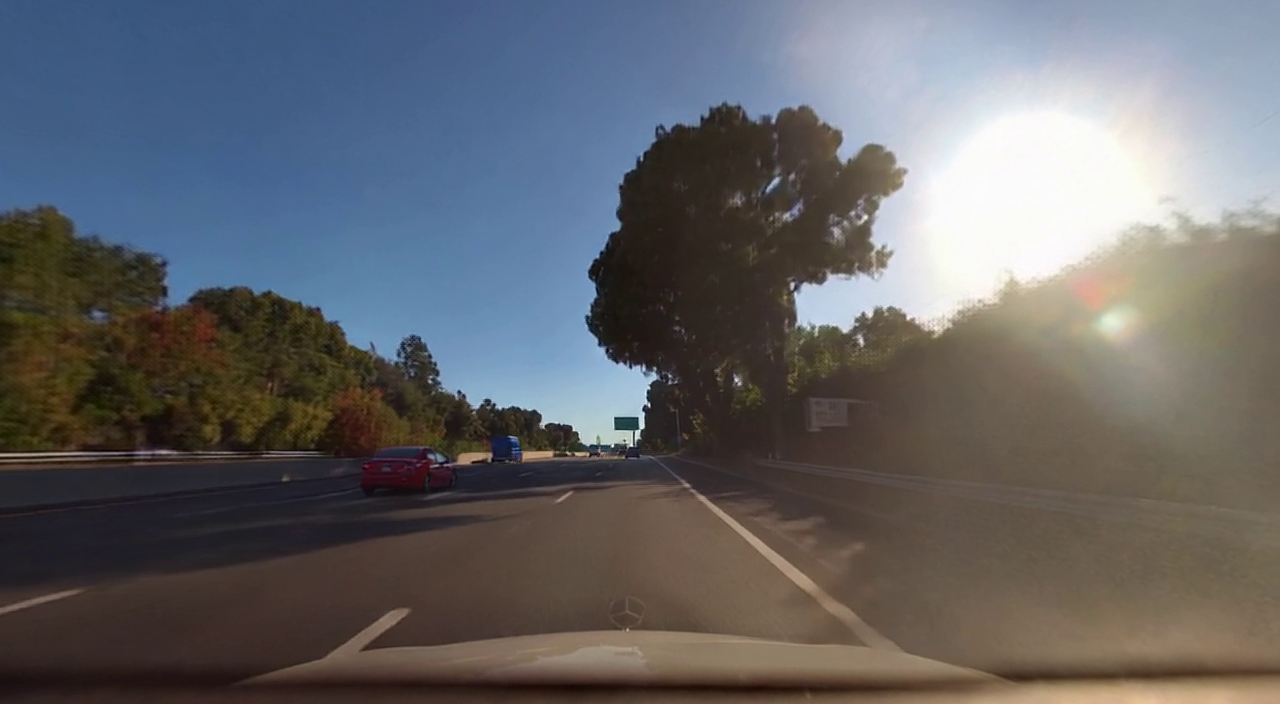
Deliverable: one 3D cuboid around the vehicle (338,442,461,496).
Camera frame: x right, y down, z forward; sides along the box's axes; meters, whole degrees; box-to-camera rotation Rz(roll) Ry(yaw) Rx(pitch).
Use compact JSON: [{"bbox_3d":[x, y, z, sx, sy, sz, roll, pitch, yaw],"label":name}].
[{"bbox_3d":[-7.399,3.636,20.031,1.981,1.486,4.735,0,-8,1],"label":"vehicle"}]
